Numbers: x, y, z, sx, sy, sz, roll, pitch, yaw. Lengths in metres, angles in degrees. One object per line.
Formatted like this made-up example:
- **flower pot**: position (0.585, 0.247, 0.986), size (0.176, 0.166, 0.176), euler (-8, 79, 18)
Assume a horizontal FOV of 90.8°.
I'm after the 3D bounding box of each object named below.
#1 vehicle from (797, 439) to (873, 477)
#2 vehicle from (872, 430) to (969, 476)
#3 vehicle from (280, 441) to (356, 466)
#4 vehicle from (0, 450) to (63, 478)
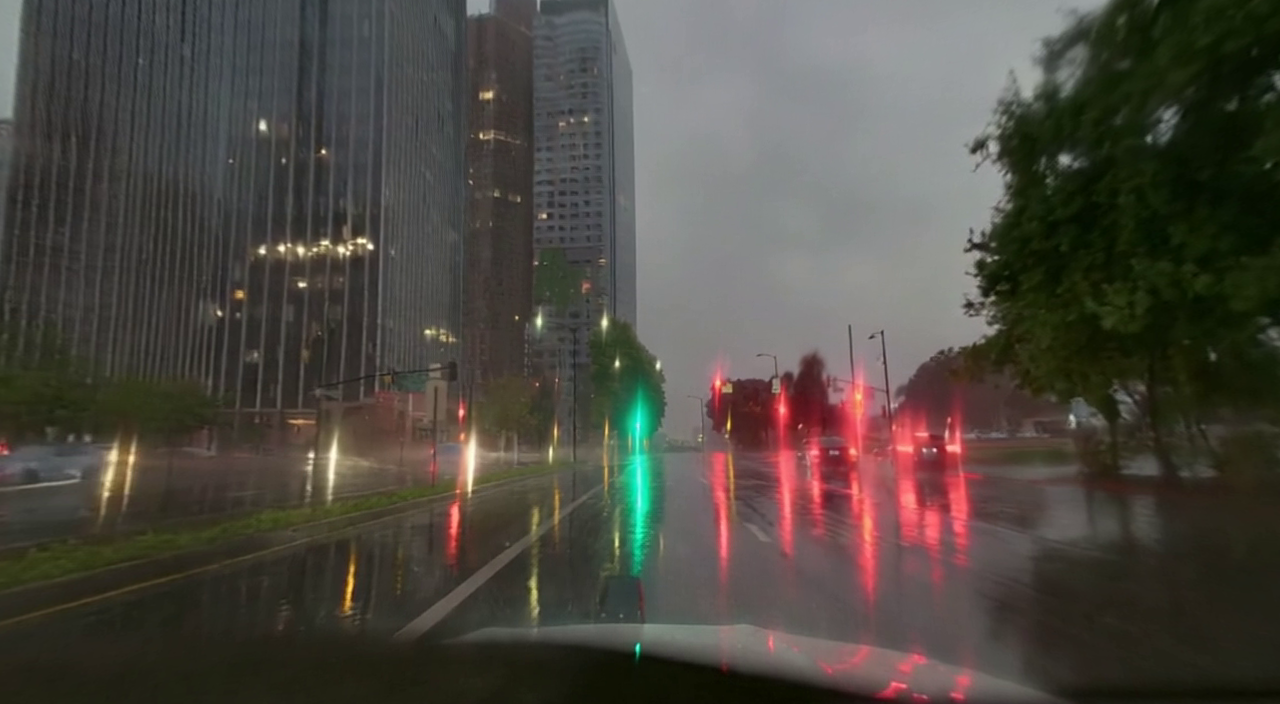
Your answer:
- **vehicle**: position (8.361, 4.570, 27.615), size (1.936, 1.489, 4.885), euler (-1, -9, 2)
- **vehicle**: position (11.919, 4.336, 27.274), size (2.027, 1.810, 4.854), euler (0, -9, 1)
- **vehicle**: position (-25.027, 7.900, 49.213), size (4.779, 1.910, 2.125), euler (-1, -9, 7)
- **vehicle**: position (-34.672, 6.099, 34.470), size (4.417, 1.448, 1.907), euler (0, -9, 0)
